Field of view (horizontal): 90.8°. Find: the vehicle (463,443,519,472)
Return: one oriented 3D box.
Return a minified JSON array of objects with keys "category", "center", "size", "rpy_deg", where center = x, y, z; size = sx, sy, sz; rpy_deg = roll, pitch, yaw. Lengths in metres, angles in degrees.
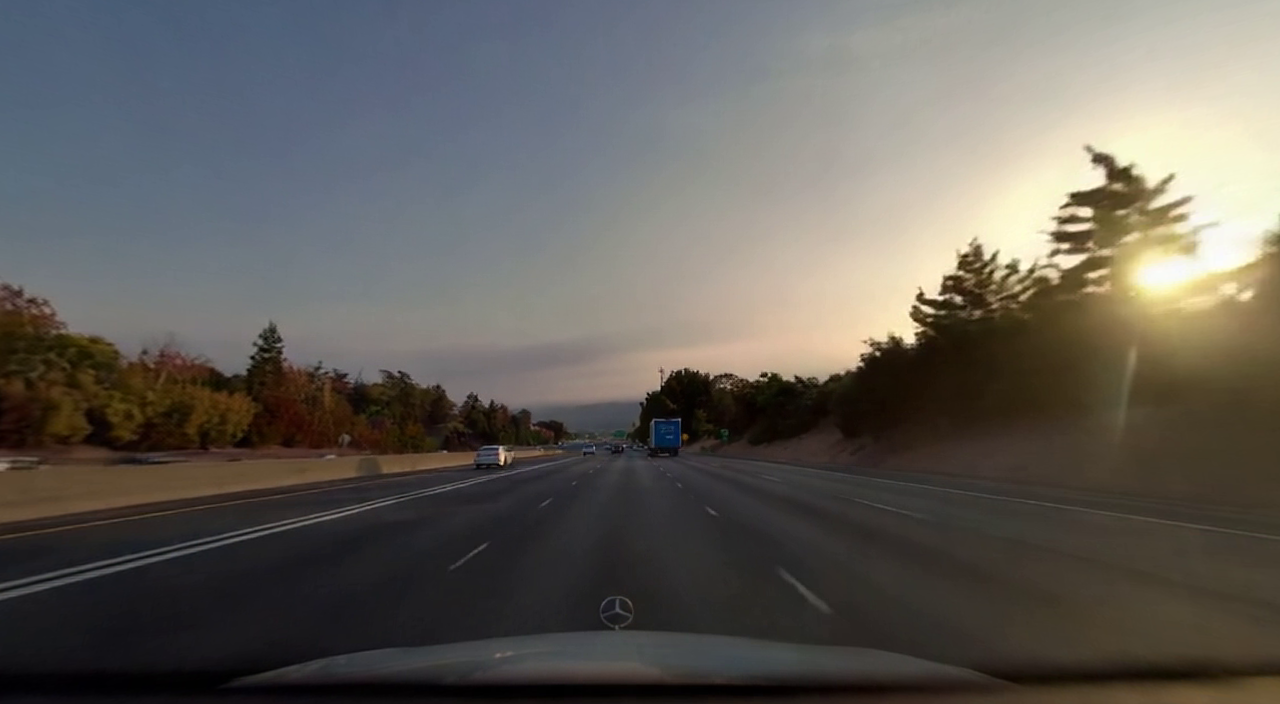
[{"category":"vehicle","center":[-8.206,5.816,35.144],"size":[2.033,1.494,4.508],"rpy_deg":[0,-9,0]}]

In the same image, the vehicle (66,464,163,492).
[{"category":"vehicle","center":[-30.527,7.303,36.899],"size":[1.823,1.446,4.444],"rpy_deg":[0,-9,0]}]
